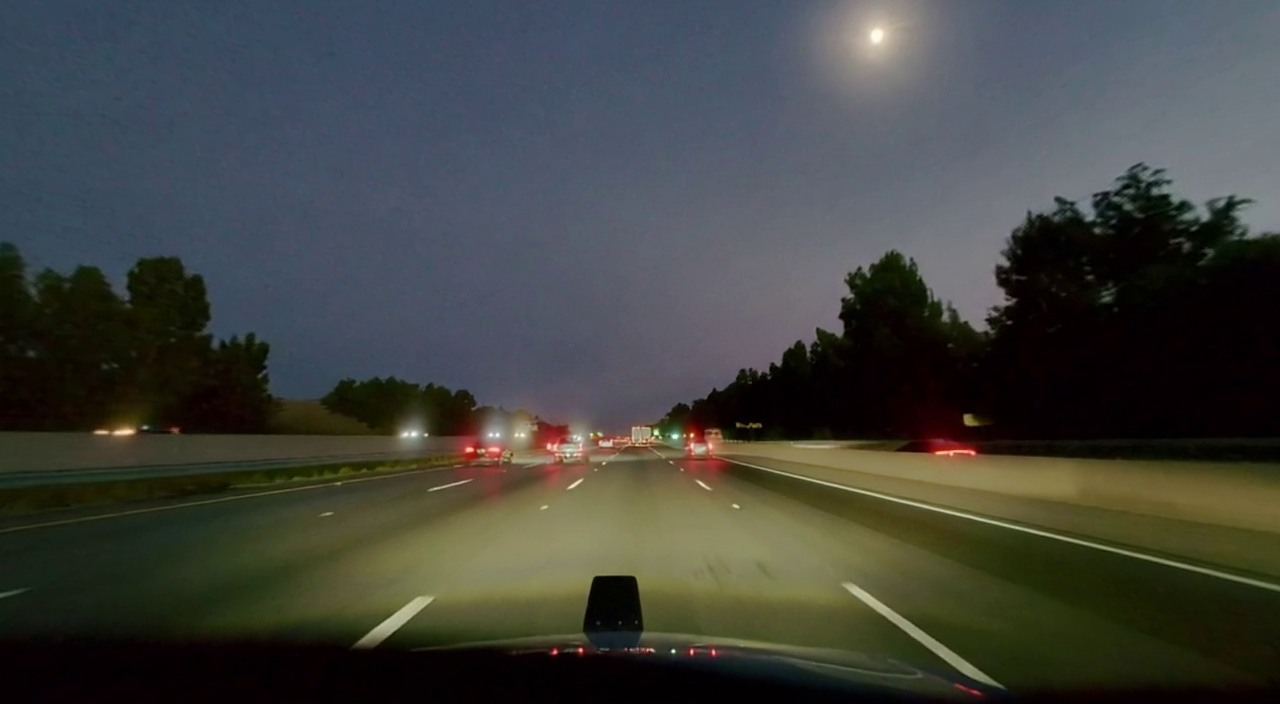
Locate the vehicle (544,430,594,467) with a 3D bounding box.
[{"bbox_3d":[-3.479,4.831,31.559,2.002,1.680,4.301,0,-9,0],"label":"vehicle"}]

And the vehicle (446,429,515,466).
[{"bbox_3d":[-7.965,4.831,31.901,2.237,1.703,4.681,0,-9,0],"label":"vehicle"}]

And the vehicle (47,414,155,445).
[{"bbox_3d":[-27.410,4.016,32.183,1.839,1.478,4.058,0,-9,1],"label":"vehicle"}]

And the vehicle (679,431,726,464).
[{"bbox_3d":[3.338,5.226,34.511,2.053,1.698,4.097,0,-9,-1],"label":"vehicle"}]
